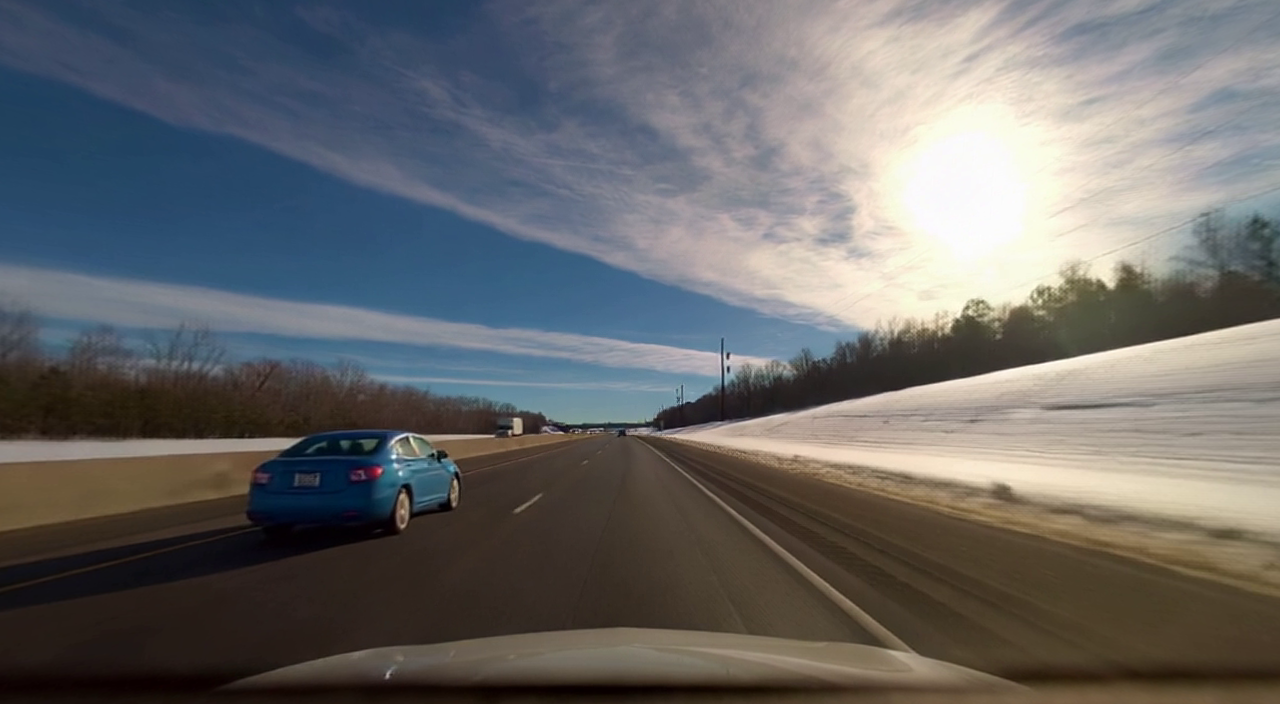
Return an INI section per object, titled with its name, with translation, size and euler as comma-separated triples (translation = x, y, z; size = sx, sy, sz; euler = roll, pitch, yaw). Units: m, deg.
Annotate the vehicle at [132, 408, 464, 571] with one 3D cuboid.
[vehicle]
translation = -3.818, 1.580, 8.024
size = 1.999, 1.536, 3.969
euler = 0, -8, 0
